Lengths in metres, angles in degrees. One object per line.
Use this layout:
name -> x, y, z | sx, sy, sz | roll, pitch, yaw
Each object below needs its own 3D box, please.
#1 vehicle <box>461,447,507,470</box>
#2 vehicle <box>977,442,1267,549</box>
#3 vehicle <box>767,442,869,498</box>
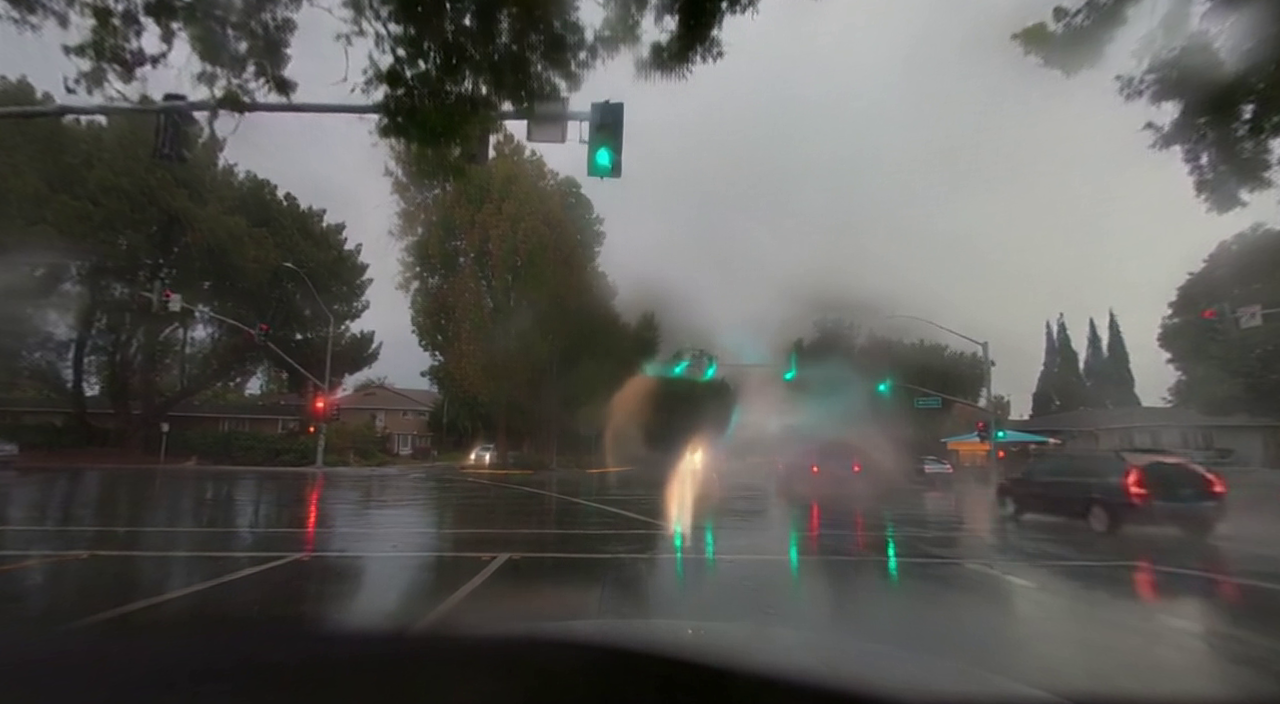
vehicle -> -10.950, 7.519, 44.620 | 2.039, 1.519, 4.356 | 0, -9, 1
vehicle -> 9.404, 2.775, 13.044 | 2.120, 1.767, 4.856 | 0, -9, 0
vehicle -> 6.366, 4.252, 23.225 | 2.239, 1.812, 4.812 | 0, -9, -1
